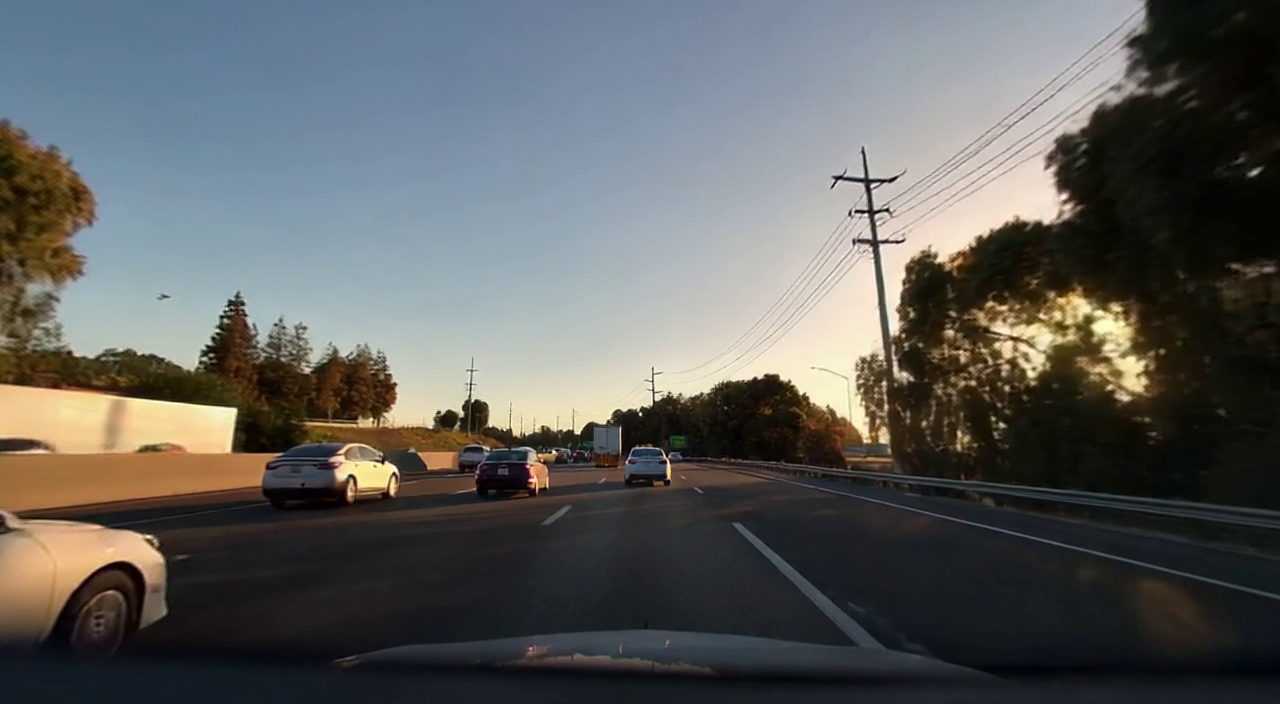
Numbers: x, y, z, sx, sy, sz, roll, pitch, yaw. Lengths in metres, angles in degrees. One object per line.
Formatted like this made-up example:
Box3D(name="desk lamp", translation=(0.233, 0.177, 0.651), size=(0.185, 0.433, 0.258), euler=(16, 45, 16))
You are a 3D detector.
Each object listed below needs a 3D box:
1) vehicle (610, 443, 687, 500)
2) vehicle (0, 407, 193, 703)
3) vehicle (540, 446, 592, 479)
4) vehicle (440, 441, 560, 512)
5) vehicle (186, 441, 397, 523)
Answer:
Box3D(name="vehicle", translation=(0.175, 3.466, 18.722), size=(2.018, 1.470, 4.491), euler=(0, -9, -1))
Box3D(name="vehicle", translation=(-3.698, 0.828, 1.600), size=(1.883, 1.500, 4.373), euler=(0, -9, 0))
Box3D(name="vehicle", translation=(-3.481, 5.283, 30.366), size=(2.013, 1.437, 3.801), euler=(0, -9, 0))
Box3D(name="vehicle", translation=(-3.224, 2.953, 15.417), size=(1.912, 1.464, 4.115), euler=(0, -9, 1))
Box3D(name="vehicle", translation=(-7.119, 2.684, 13.581), size=(1.867, 1.445, 4.499), euler=(0, -9, 2))
